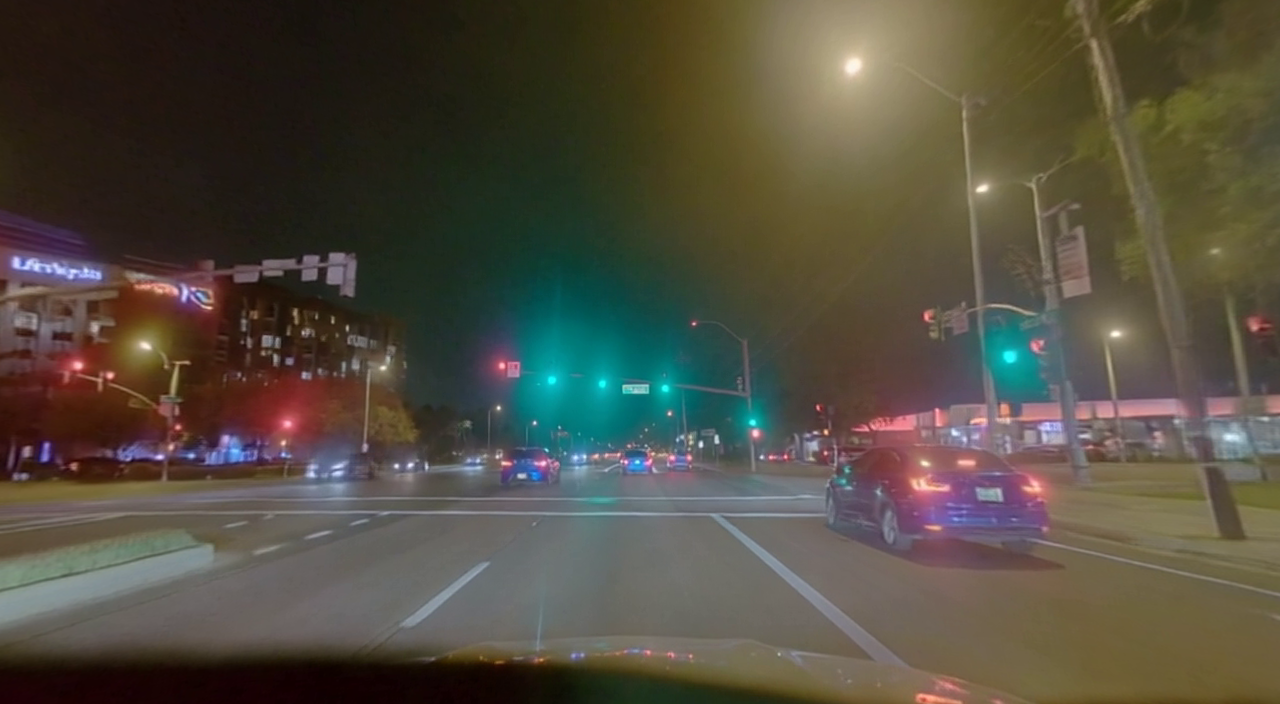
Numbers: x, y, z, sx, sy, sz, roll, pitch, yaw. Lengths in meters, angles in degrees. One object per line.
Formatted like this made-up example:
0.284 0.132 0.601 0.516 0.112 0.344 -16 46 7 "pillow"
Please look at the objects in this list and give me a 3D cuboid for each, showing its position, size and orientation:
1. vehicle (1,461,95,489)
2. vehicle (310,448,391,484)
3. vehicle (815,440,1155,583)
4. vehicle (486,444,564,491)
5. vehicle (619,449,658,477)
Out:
-37.172 7.705 39.746 3.931 1.653 2.134 -1 -9 7 "vehicle"
-14.172 5.561 31.192 1.987 1.641 4.185 0 -8 0 "vehicle"
4.340 2.051 9.181 2.119 1.479 4.910 0 -8 -1 "vehicle"
-4.189 4.281 23.775 2.035 1.564 4.702 0 -8 0 "vehicle"
-0.124 6.204 35.583 2.072 1.473 4.139 0 -8 -1 "vehicle"
